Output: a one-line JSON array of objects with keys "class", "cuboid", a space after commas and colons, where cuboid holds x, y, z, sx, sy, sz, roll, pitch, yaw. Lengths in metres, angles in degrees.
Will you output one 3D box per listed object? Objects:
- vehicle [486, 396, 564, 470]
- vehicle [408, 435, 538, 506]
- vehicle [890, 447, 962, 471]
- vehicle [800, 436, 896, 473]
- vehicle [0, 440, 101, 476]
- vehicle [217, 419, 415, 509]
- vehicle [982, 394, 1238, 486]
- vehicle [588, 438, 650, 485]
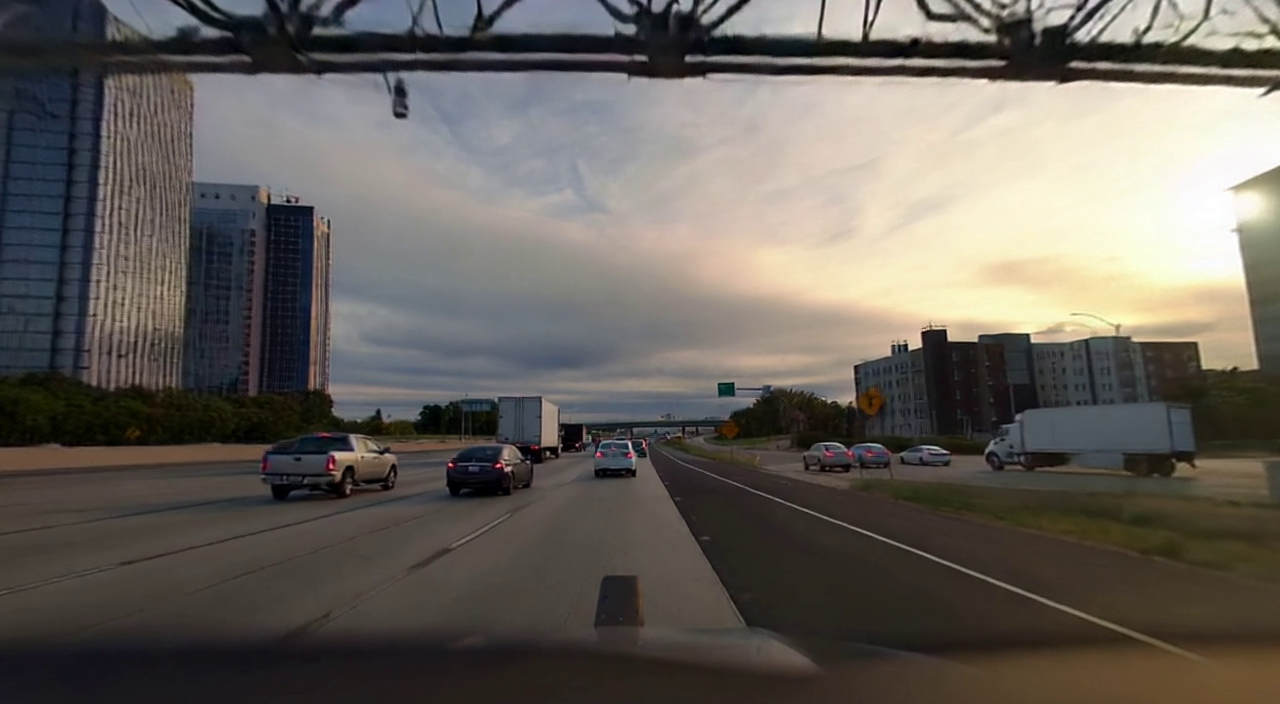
[{"class": "vehicle", "cuboid": [-5.791, 4.347, 33.184, 2.955, 3.359, 8.322, 1, -9, -4]}, {"class": "vehicle", "cuboid": [-3.988, 2.904, 15.873, 2.016, 1.497, 4.235, 0, -9, 2]}, {"class": "vehicle", "cuboid": [18.679, 6.988, 41.282, 1.902, 1.494, 4.239, 3, -9, -17]}, {"class": "vehicle", "cuboid": [12.050, 5.988, 37.048, 2.415, 1.972, 5.572, 3, -9, -18]}, {"class": "vehicle", "cuboid": [-29.994, 5.229, 31.329, 2.002, 1.660, 4.883, 0, -9, -1]}, {"class": "vehicle", "cuboid": [-7.522, 2.656, 15.374, 2.190, 1.821, 4.800, 0, -9, 1]}, {"class": "vehicle", "cuboid": [22.788, 4.401, 31.254, 3.015, 3.855, 9.519, 8, -12, -42]}, {"class": "vehicle", "cuboid": [-0.677, 3.831, 22.235, 1.991, 1.488, 3.922, 0, -9, 0]}]
